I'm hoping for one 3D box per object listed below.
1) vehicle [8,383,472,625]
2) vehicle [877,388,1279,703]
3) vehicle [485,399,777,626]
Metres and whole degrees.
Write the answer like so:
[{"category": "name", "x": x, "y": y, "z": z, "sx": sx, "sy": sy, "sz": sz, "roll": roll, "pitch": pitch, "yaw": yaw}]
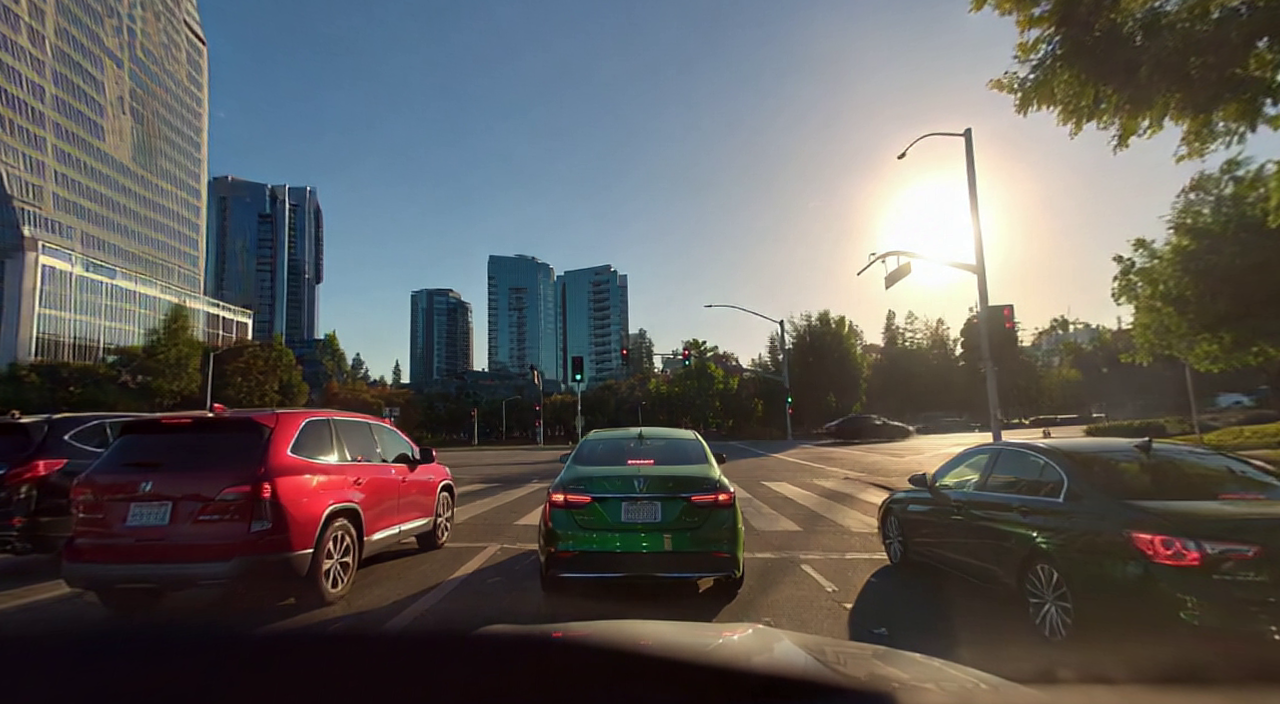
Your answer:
[{"category": "vehicle", "x": -3.548, "y": 1.428, "z": 6.858, "sx": 2.014, "sy": 1.755, "sz": 4.360, "roll": 0, "pitch": -8, "yaw": 3}, {"category": "vehicle", "x": 3.596, "y": 1.204, "z": 4.603, "sx": 2.010, "sy": 1.486, "sz": 4.498, "roll": 0, "pitch": -8, "yaw": 1}, {"category": "vehicle", "x": -0.042, "y": 1.395, "z": 6.306, "sx": 2.047, "sy": 1.579, "sz": 3.642, "roll": 0, "pitch": -8, "yaw": 1}]
